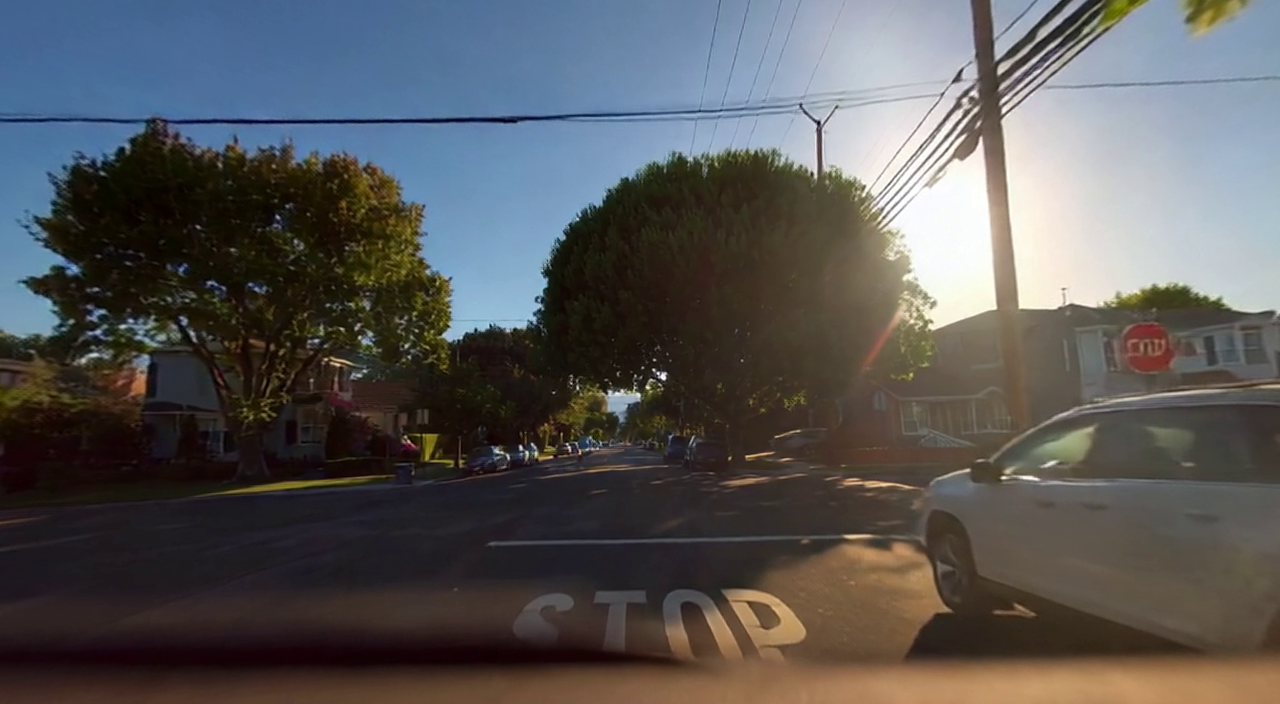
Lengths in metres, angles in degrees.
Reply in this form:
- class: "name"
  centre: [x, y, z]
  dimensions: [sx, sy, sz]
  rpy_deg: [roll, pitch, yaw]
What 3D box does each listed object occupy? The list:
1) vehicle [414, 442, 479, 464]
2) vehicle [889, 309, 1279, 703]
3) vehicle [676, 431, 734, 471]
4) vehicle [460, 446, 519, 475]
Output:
- class: "vehicle"
  centre: [-13.533, 7.087, 44.337]
  dimensions: [3.905, 1.480, 1.892]
  rpy_deg: [0, -9, -1]
- class: "vehicle"
  centre: [3.168, 0.850, 3.046]
  dimensions: [2.035, 1.708, 4.355]
  rpy_deg: [0, -9, -2]
- class: "vehicle"
  centre: [2.978, 4.659, 29.908]
  dimensions: [2.114, 1.708, 4.474]
  rpy_deg: [0, -8, -2]
- class: "vehicle"
  centre: [-7.320, 5.300, 31.132]
  dimensions: [1.926, 1.307, 3.909]
  rpy_deg: [0, -9, 0]
